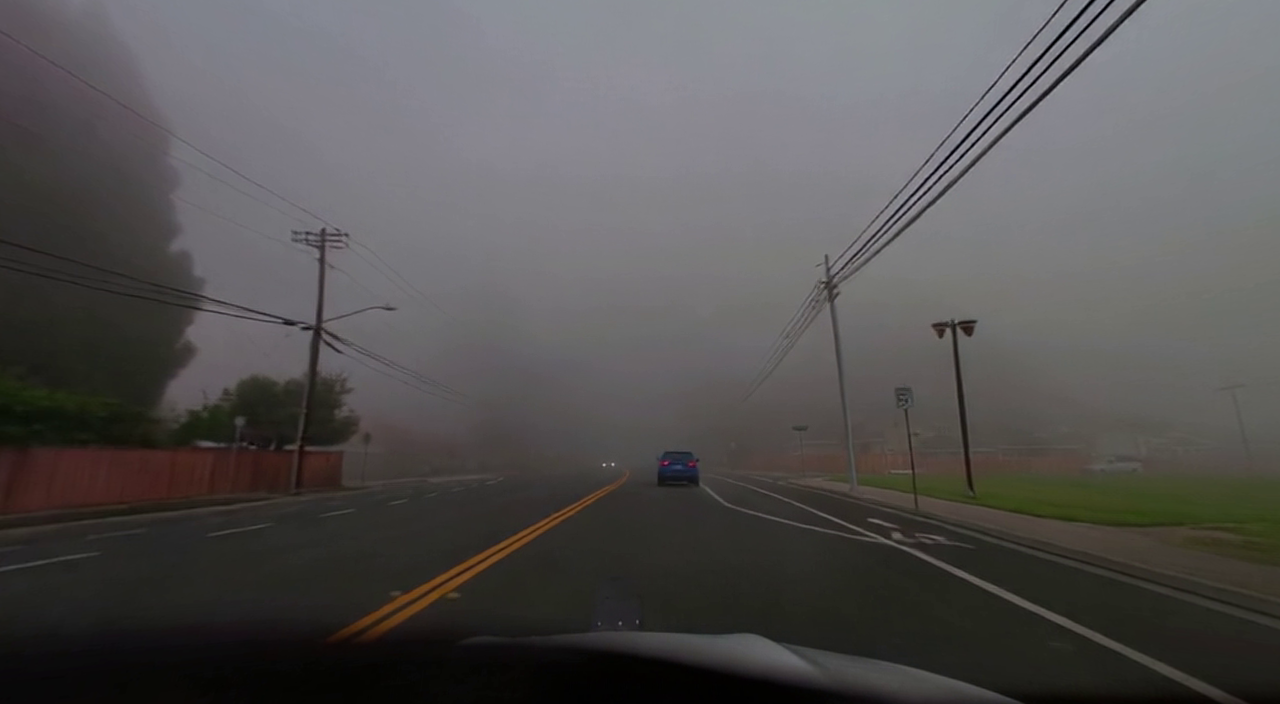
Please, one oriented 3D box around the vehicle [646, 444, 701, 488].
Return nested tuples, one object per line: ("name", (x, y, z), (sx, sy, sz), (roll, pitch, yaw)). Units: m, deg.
("vehicle", (1.363, 4.797, 26.859), (2.139, 1.699, 3.916), (0, -9, 1))
